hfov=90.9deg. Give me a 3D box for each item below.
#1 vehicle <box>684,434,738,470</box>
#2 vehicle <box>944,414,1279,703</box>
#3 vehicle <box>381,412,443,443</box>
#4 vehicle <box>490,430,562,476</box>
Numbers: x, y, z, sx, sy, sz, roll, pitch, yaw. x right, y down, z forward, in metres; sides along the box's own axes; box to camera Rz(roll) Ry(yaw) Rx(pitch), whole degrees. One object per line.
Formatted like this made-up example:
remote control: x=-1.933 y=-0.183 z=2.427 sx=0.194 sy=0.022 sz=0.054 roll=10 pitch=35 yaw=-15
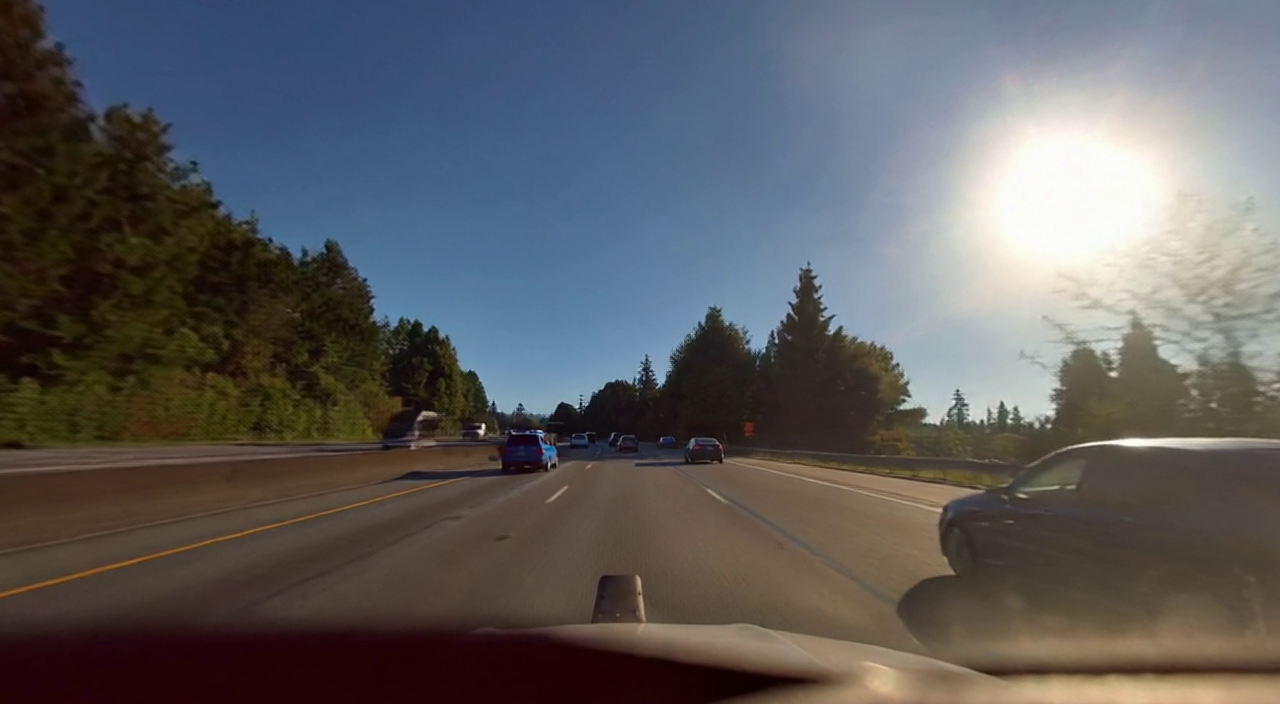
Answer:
vehicle: x=3.172 y=4.543 z=28.964 sx=1.883 sy=1.536 sz=3.792 roll=1 pitch=-8 yaw=-3
vehicle: x=3.839 y=1.174 z=3.832 sx=1.986 sy=1.488 sz=3.867 roll=1 pitch=-8 yaw=-1
vehicle: x=-14.376 y=4.829 z=40.077 sx=2.062 sy=1.813 sz=4.744 roll=0 pitch=-7 yaw=1
vehicle: x=-4.154 y=3.725 z=23.583 sx=1.941 sy=1.529 sz=4.111 roll=0 pitch=-8 yaw=-1
